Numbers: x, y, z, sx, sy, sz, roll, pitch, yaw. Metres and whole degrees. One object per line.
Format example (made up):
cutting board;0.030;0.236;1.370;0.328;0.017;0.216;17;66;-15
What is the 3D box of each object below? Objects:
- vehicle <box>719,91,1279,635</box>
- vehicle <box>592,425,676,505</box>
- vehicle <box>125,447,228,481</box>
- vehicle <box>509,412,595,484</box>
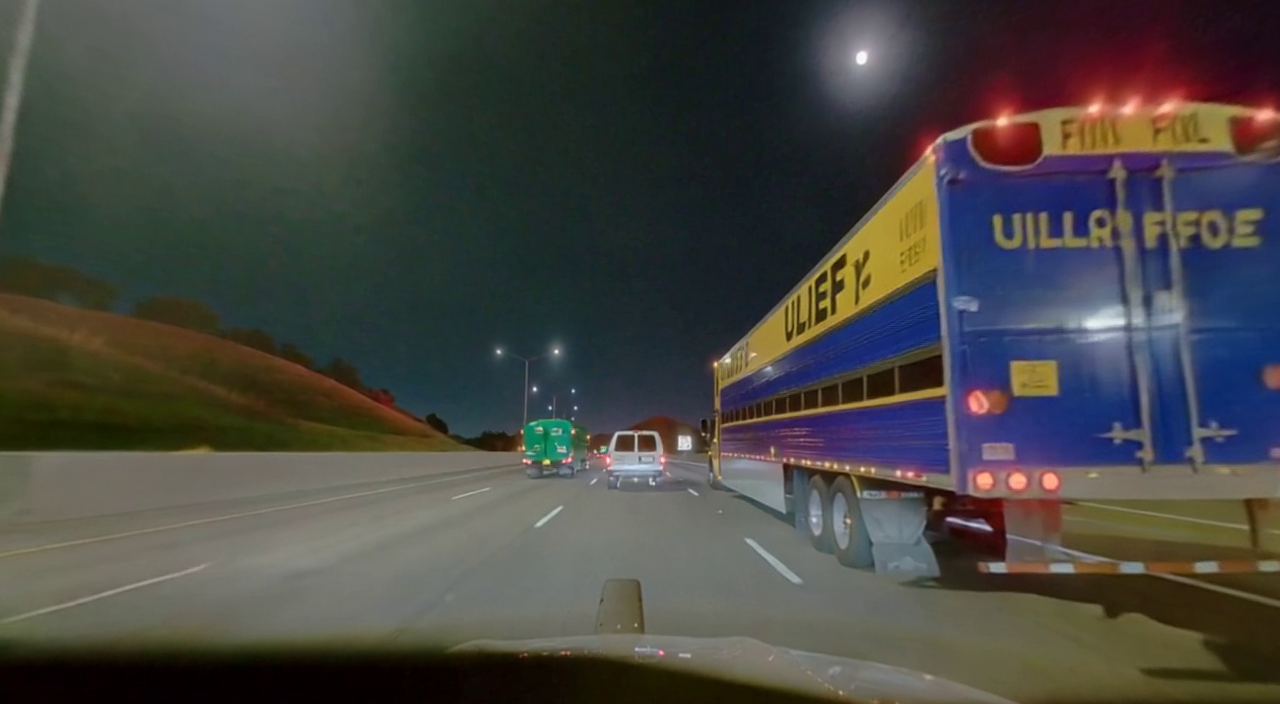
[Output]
vehicle;3.855;0.975;11.274;3.006;4.101;13.245;0;-9;-1
vehicle;-0.224;3.098;17.595;2.037;1.929;4.343;0;-9;-2
vehicle;-24.869;5.990;34.122;1.997;1.686;4.767;0;-9;-1
vehicle;-3.974;4.638;30.463;2.947;3.009;7.991;0;-9;0
